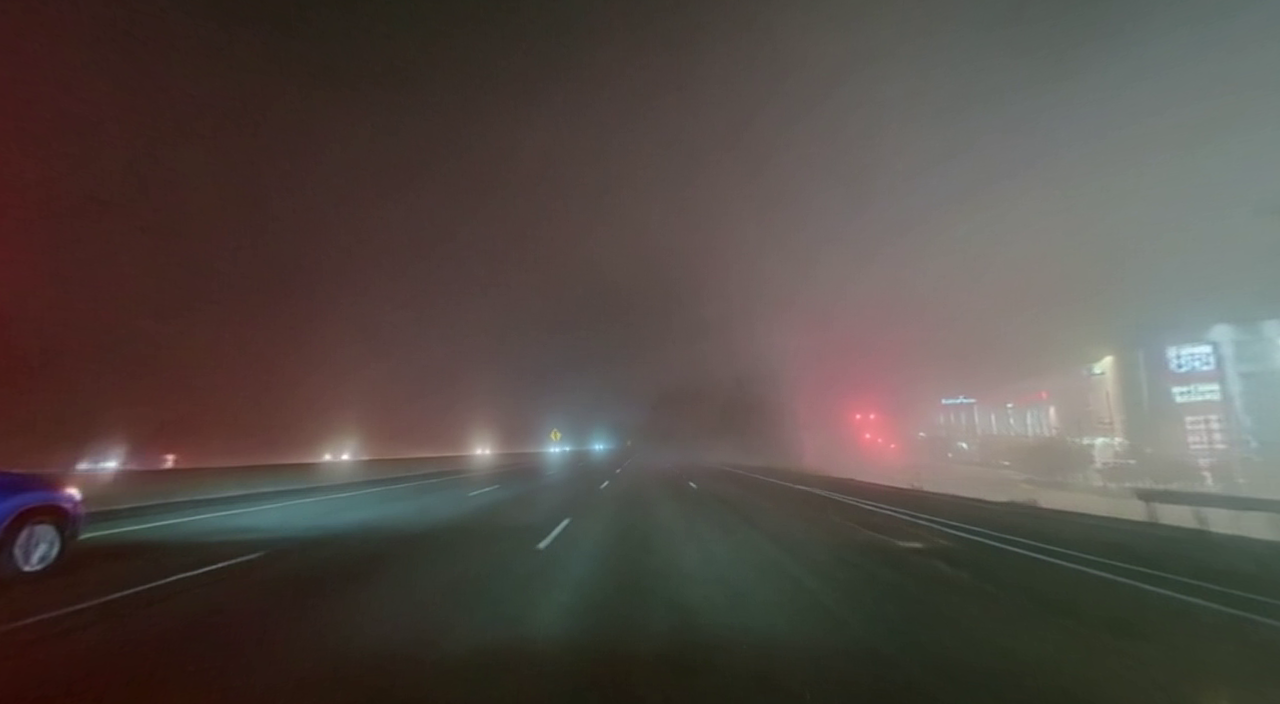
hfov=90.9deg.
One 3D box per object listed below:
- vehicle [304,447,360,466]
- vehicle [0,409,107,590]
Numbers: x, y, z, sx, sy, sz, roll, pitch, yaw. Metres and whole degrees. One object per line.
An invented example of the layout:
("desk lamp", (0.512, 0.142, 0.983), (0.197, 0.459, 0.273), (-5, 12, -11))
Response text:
("vehicle", (-23.836, 8.105, 49.016), (2.044, 1.299, 4.440), (-1, -8, 1))
("vehicle", (-7.191, 1.235, 4.787), (2.148, 1.709, 4.678), (0, -8, 0))
